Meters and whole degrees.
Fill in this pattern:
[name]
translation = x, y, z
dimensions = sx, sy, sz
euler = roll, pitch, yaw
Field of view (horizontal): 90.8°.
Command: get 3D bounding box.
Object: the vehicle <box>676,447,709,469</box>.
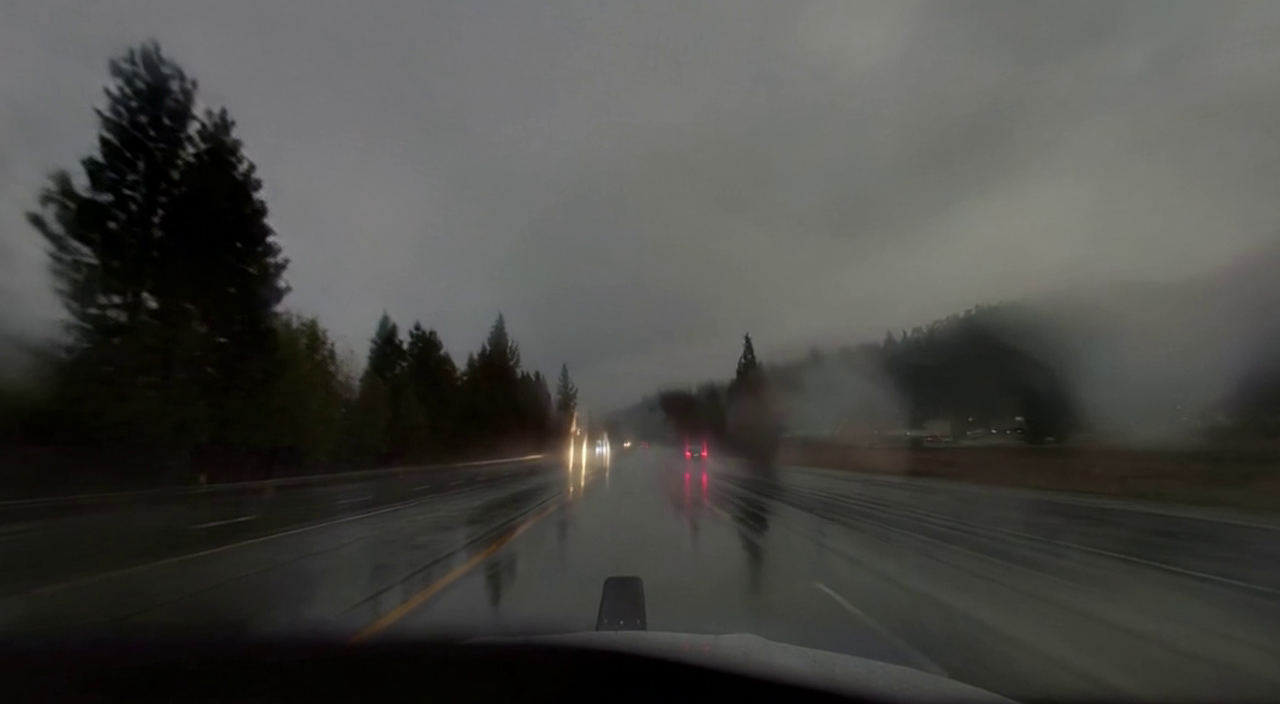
[vehicle]
translation = 3.848, 7.857, 46.975
dimensions = 2.013, 1.584, 3.995
euler = 0, -9, -1
